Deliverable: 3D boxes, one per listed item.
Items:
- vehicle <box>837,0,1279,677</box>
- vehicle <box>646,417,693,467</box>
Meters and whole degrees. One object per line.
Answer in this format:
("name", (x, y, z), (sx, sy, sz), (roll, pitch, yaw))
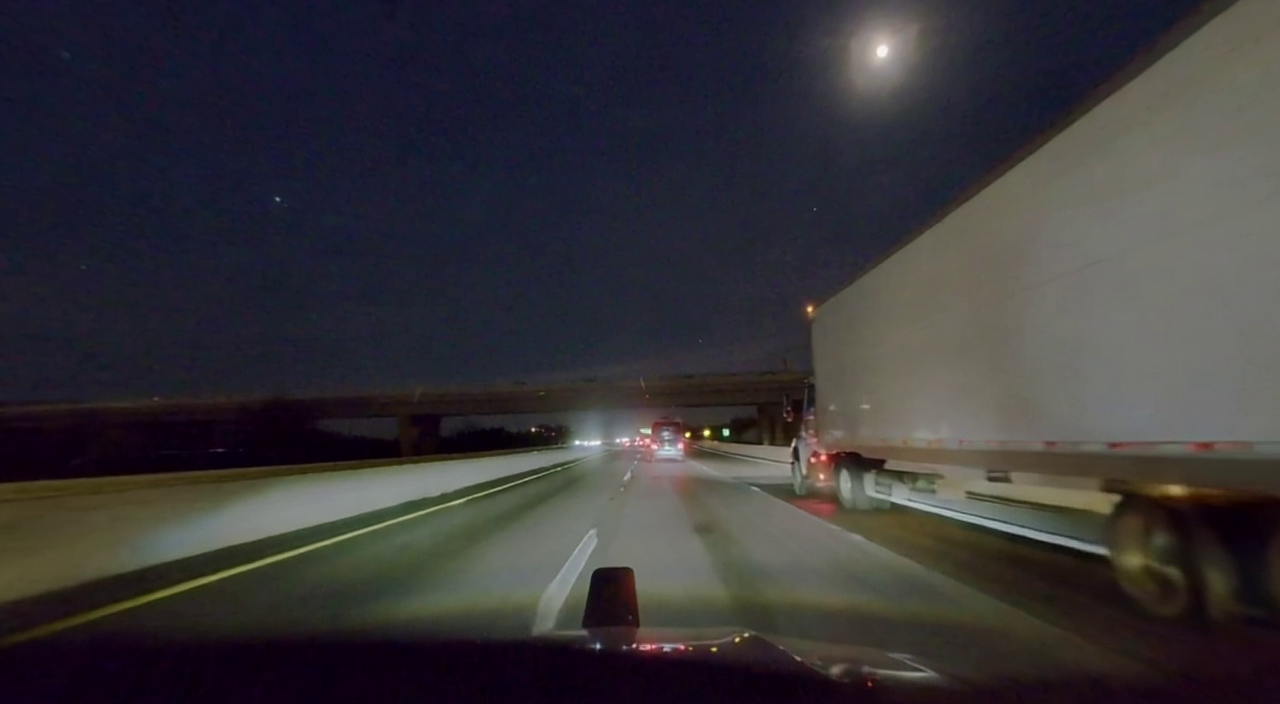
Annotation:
("vehicle", (4.993, 0.110, 5.711), (2.997, 3.983, 10.860), (1, -8, 0))
("vehicle", (1.593, 5.260, 36.703), (2.481, 2.618, 6.314), (-1, -8, 0))
